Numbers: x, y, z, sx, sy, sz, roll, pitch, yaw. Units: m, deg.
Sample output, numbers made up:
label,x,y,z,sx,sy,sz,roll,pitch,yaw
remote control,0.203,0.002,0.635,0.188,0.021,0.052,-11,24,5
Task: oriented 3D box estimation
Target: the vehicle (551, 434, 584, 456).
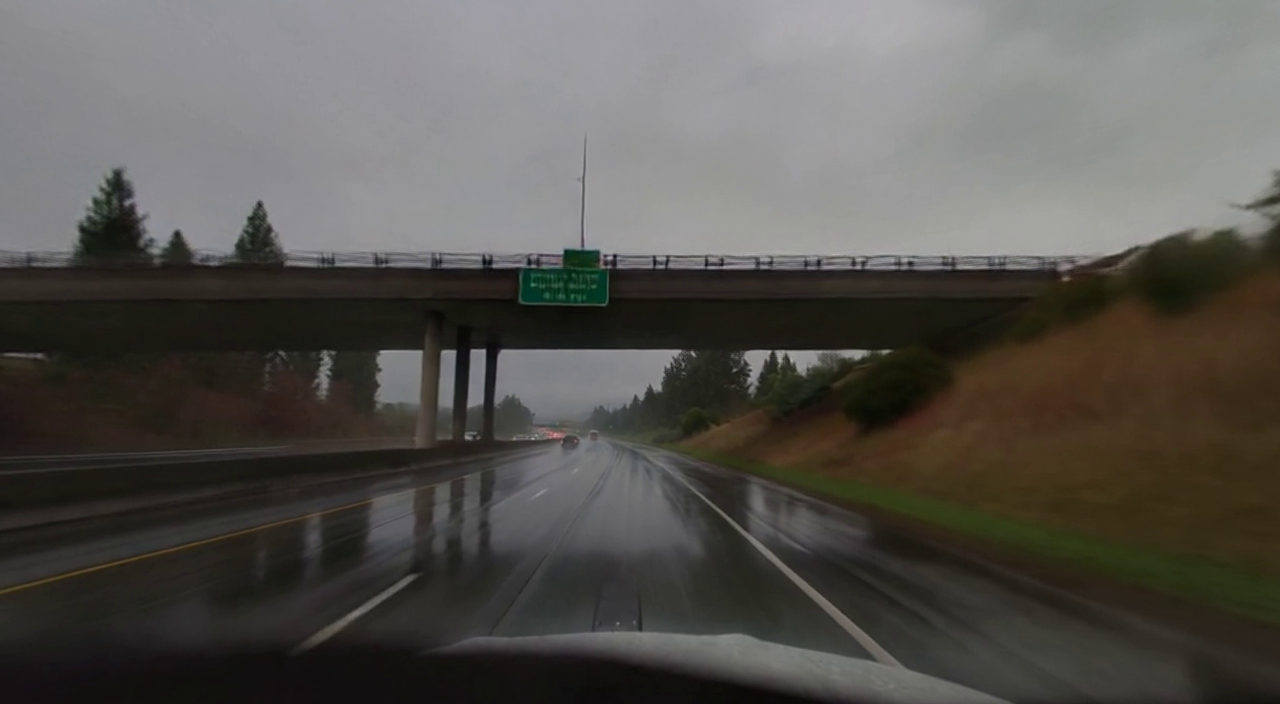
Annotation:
label,x,y,z,sx,sy,sz,roll,pitch,yaw
vehicle,-5.133,6.618,44.863,2.005,1.509,4.260,0,-8,-2
